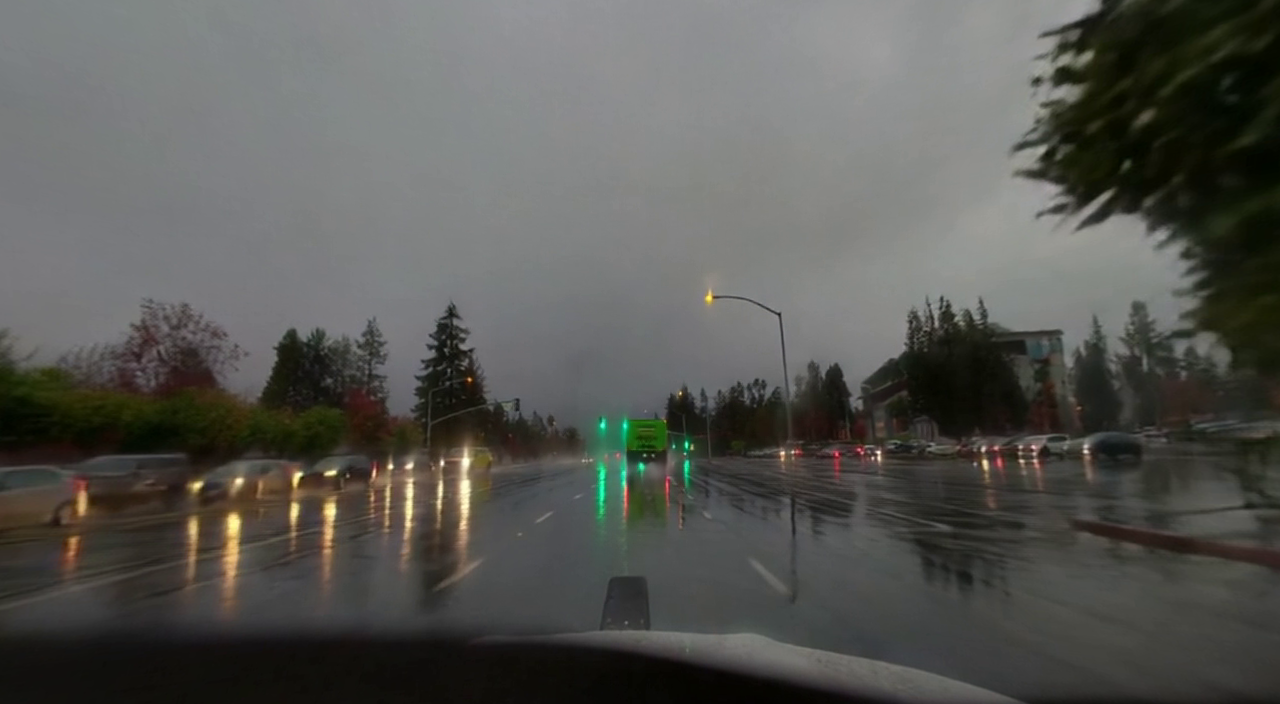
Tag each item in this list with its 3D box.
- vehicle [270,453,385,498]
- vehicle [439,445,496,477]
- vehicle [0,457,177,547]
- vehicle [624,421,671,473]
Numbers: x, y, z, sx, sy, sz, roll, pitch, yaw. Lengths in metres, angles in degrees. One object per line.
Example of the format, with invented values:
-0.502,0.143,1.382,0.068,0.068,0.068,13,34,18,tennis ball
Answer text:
-11.645,4.608,23.916,1.884,1.486,4.566,-1,-9,2,vehicle
-11.160,7.091,41.275,2.155,1.941,4.977,-1,-9,2,vehicle
-11.831,2.849,12.429,1.935,1.467,4.451,-1,-9,2,vehicle
0.430,6.574,43.660,2.843,3.120,10.422,-1,-9,0,vehicle
